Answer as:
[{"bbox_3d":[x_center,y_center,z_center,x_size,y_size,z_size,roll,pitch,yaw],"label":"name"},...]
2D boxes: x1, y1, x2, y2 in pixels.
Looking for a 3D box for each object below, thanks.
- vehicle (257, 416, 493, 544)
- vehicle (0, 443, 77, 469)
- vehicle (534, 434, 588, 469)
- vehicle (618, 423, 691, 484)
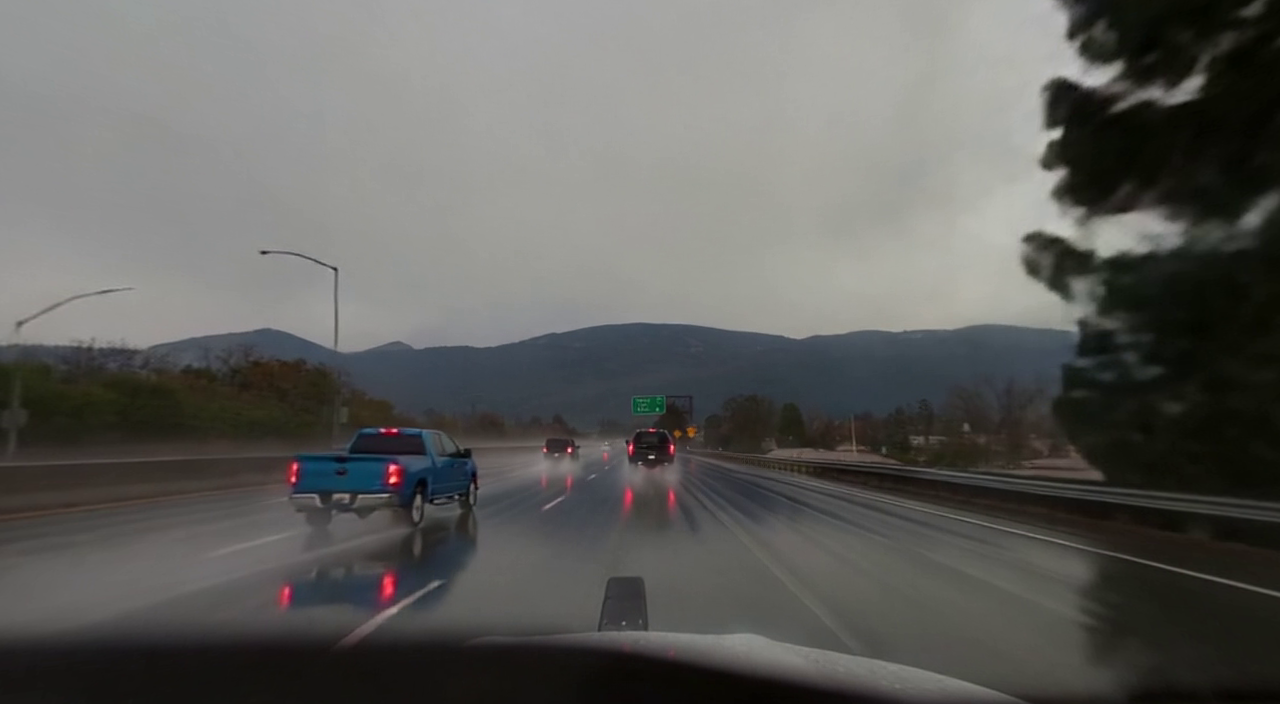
[{"bbox_3d":[-3.844,1.928,10.087,1.959,1.604,4.065,0,-8,0],"label":"vehicle"},{"bbox_3d":[-36.643,6.164,37.431,1.881,1.460,5.049,-2,-8,0],"label":"vehicle"},{"bbox_3d":[-3.904,4.984,31.763,2.106,1.651,4.040,0,-8,1],"label":"vehicle"},{"bbox_3d":[0.477,3.489,21.894,2.229,1.837,5.387,0,-8,1],"label":"vehicle"}]
